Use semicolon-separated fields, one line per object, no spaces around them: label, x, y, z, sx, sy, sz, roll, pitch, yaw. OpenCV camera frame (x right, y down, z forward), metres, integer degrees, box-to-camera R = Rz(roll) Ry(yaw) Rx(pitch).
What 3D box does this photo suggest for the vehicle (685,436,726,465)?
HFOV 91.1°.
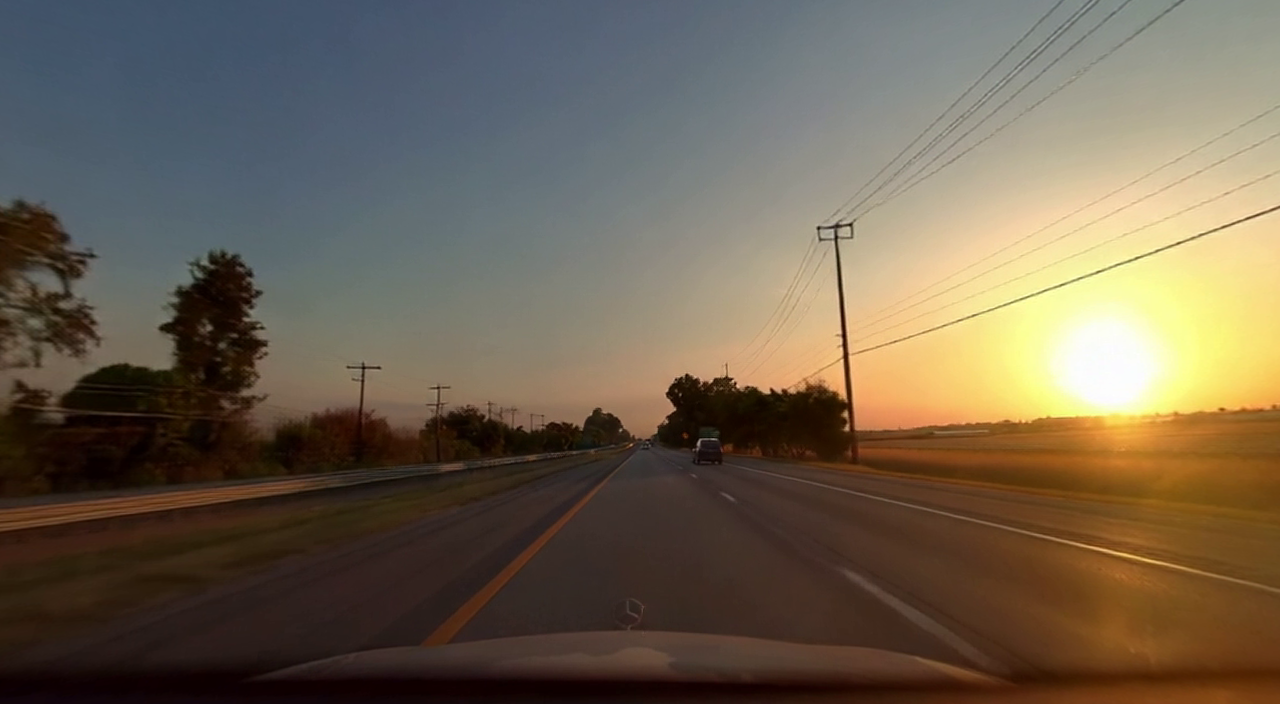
vehicle;4.429;6.763;43.221;2.228;1.852;5.449;0;-8;0
